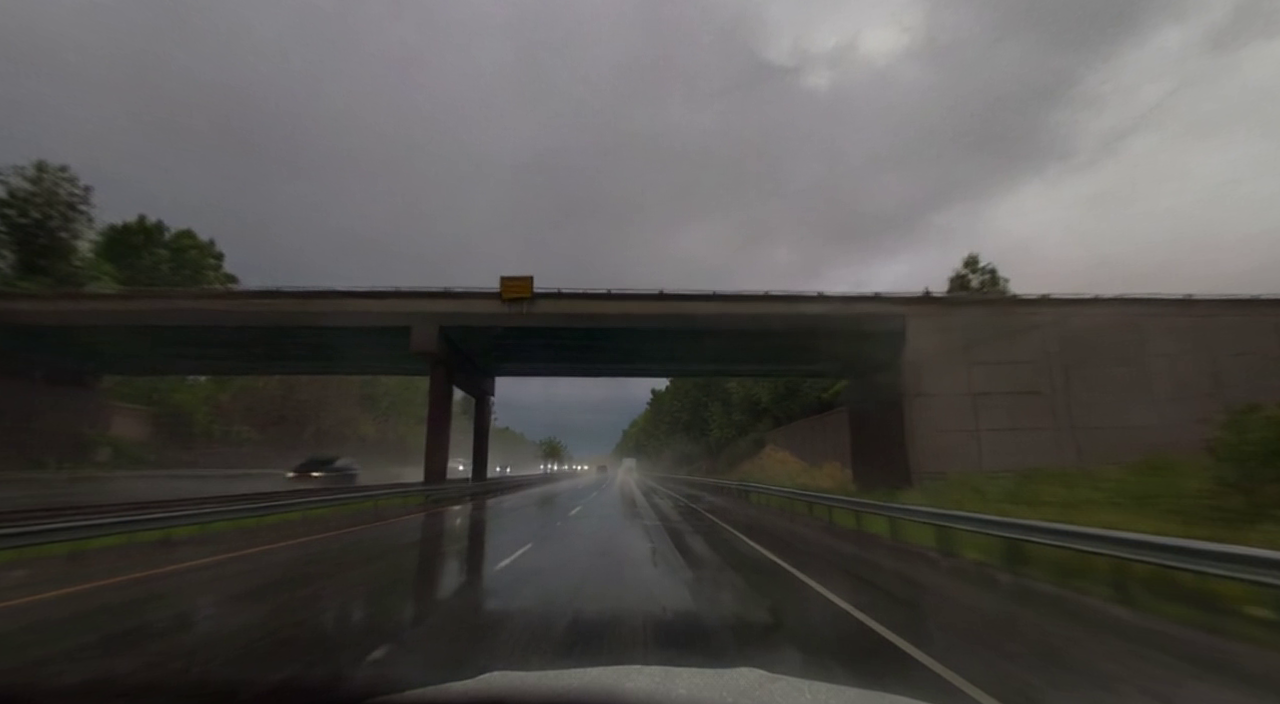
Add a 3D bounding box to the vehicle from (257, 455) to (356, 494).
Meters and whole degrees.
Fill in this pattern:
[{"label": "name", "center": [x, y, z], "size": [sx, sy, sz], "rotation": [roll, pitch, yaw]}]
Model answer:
[{"label": "vehicle", "center": [-13.799, 5.115, 26.412], "size": [1.787, 1.449, 4.326], "rotation": [1, -11, -1]}]
